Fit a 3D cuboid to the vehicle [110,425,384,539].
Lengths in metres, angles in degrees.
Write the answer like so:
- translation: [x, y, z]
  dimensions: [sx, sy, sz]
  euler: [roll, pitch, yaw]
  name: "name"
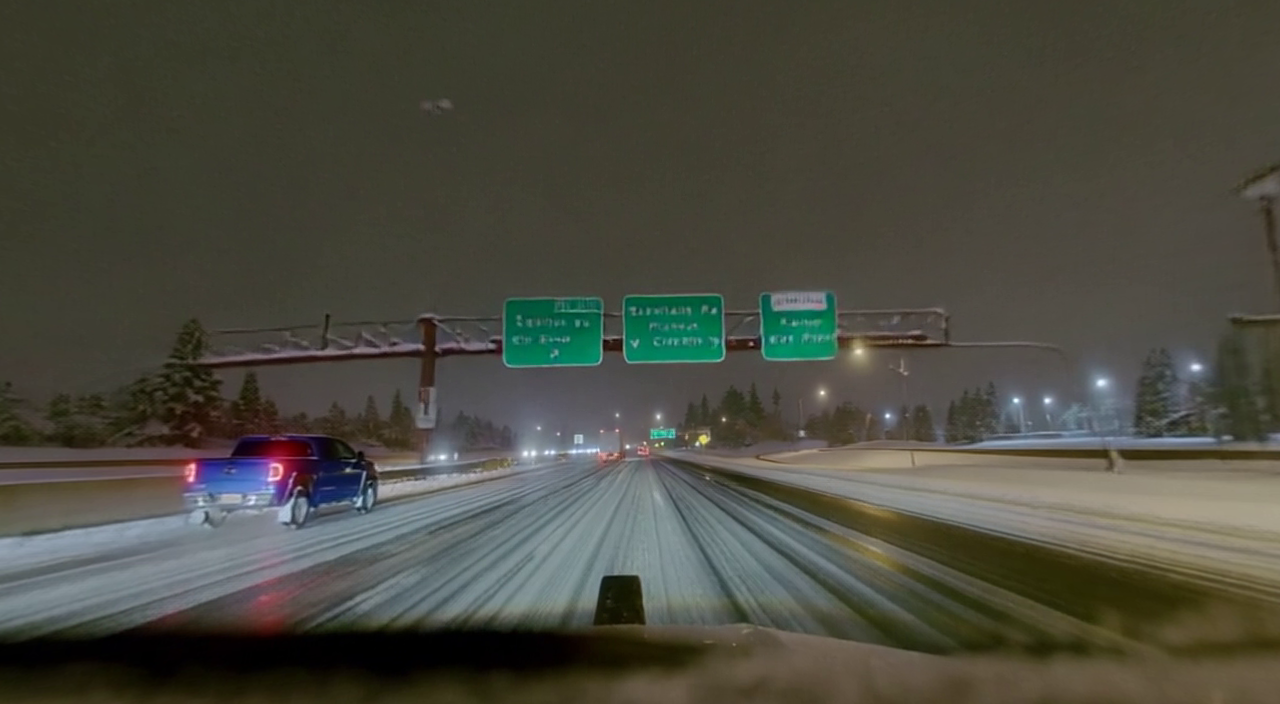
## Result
- translation: [-6.974, 2.354, 12.039]
  dimensions: [2.168, 1.729, 4.724]
  euler: [0, -9, 0]
  name: "vehicle"
